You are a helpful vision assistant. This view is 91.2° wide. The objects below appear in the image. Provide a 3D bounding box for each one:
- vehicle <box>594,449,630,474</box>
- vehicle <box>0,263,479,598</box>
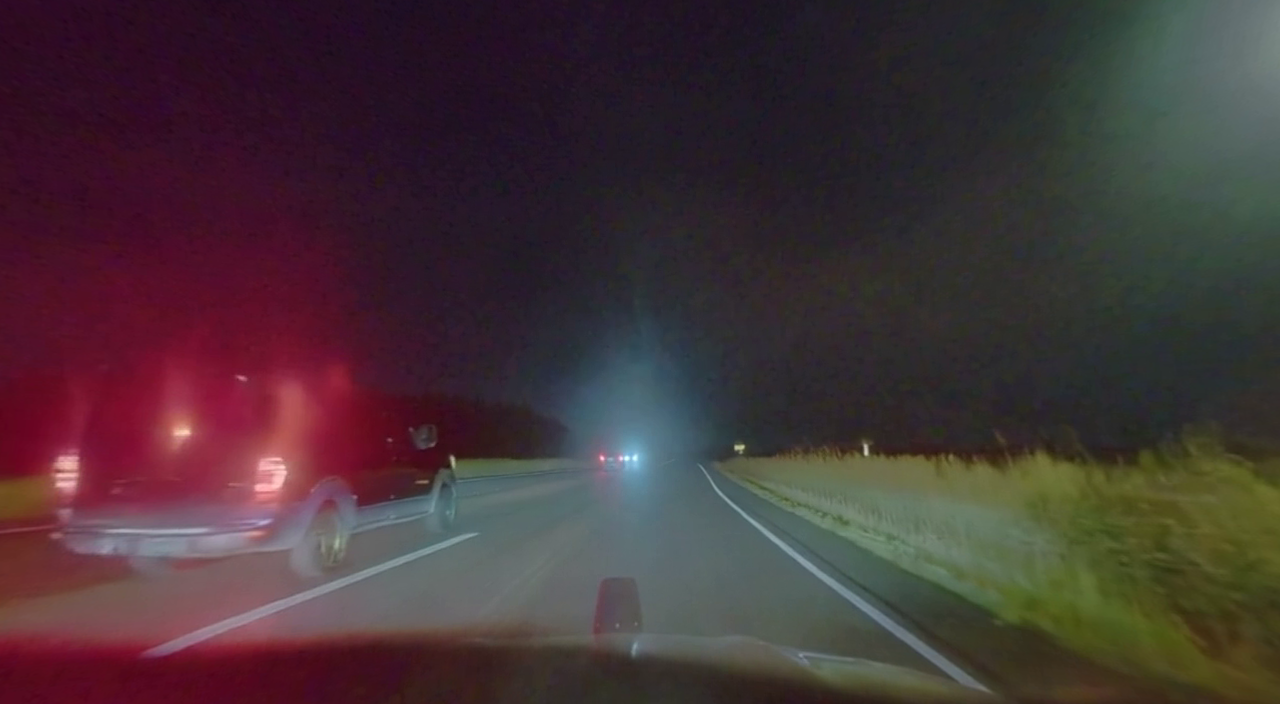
[{"bbox_3d":[-1.962,7.812,44.943,2.106,1.679,3.908,-1,-9,5],"label":"vehicle"},{"bbox_3d":[-5.398,1.332,10.228,2.757,3.370,7.606,-1,-9,6],"label":"vehicle"}]
